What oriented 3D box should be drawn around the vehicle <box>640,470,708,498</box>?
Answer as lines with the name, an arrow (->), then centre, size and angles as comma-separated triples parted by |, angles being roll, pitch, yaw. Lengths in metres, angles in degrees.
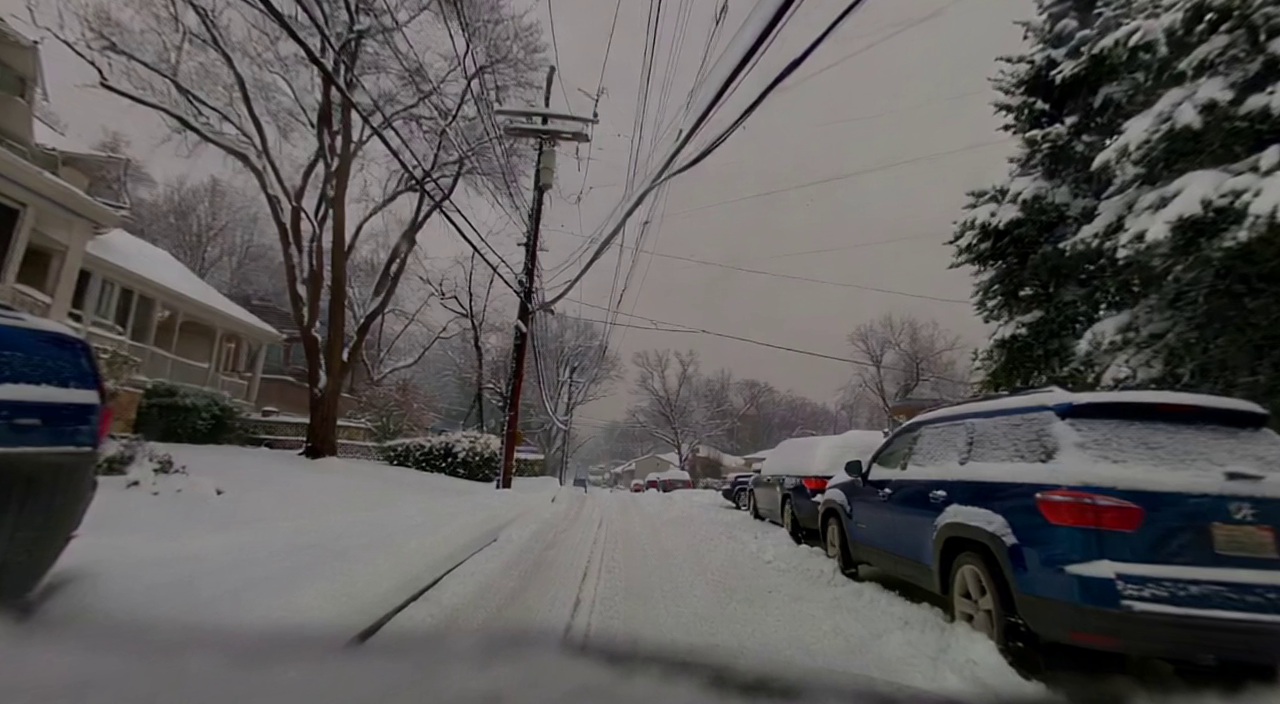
vehicle -> 2.364, 9.182, 44.122 | 4.413, 1.728, 1.869 | 1, -9, -10

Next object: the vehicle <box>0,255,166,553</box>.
vehicle -> -6.218, -0.061, 3.801 | 4.827, 1.771, 2.042 | 10, -9, 0

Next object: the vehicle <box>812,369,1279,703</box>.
vehicle -> 3.201, 1.323, 5.121 | 2.076, 1.780, 4.959 | 0, -8, -2
